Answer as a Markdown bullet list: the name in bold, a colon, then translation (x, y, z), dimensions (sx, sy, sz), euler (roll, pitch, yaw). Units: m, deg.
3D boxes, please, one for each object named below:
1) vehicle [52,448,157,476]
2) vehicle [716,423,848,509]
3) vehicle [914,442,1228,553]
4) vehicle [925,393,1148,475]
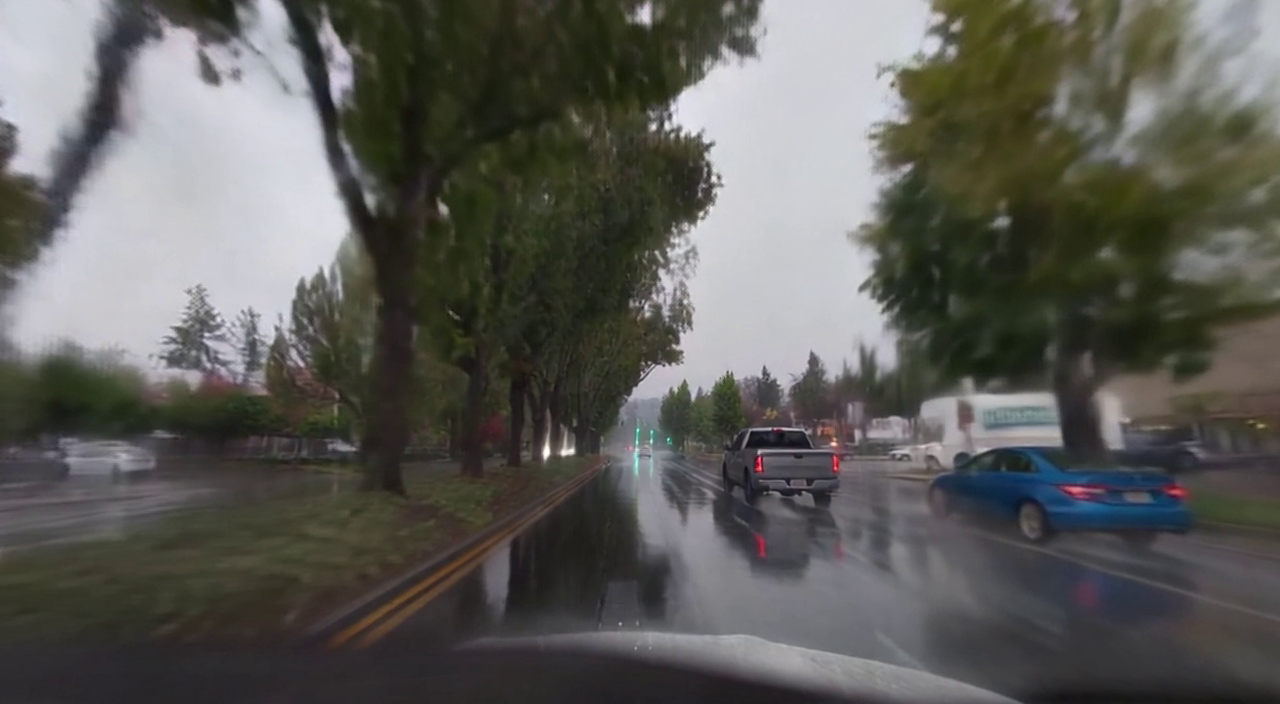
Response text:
- **vehicle**: translation (-28.838, 5.900, 34.084), dimensions (4.189, 1.429, 1.668), euler (-1, -8, 4)
- **vehicle**: translation (3.373, 2.840, 16.254), dimensions (2.138, 1.836, 5.245), euler (0, -8, 0)
- **vehicle**: translation (6.847, 2.313, 10.927), dimensions (2.012, 1.460, 4.812), euler (0, -8, 0)
- **vehicle**: translation (18.903, 3.991, 30.650), dimensions (8.393, 3.716, 3.472), euler (0, -8, -2)
